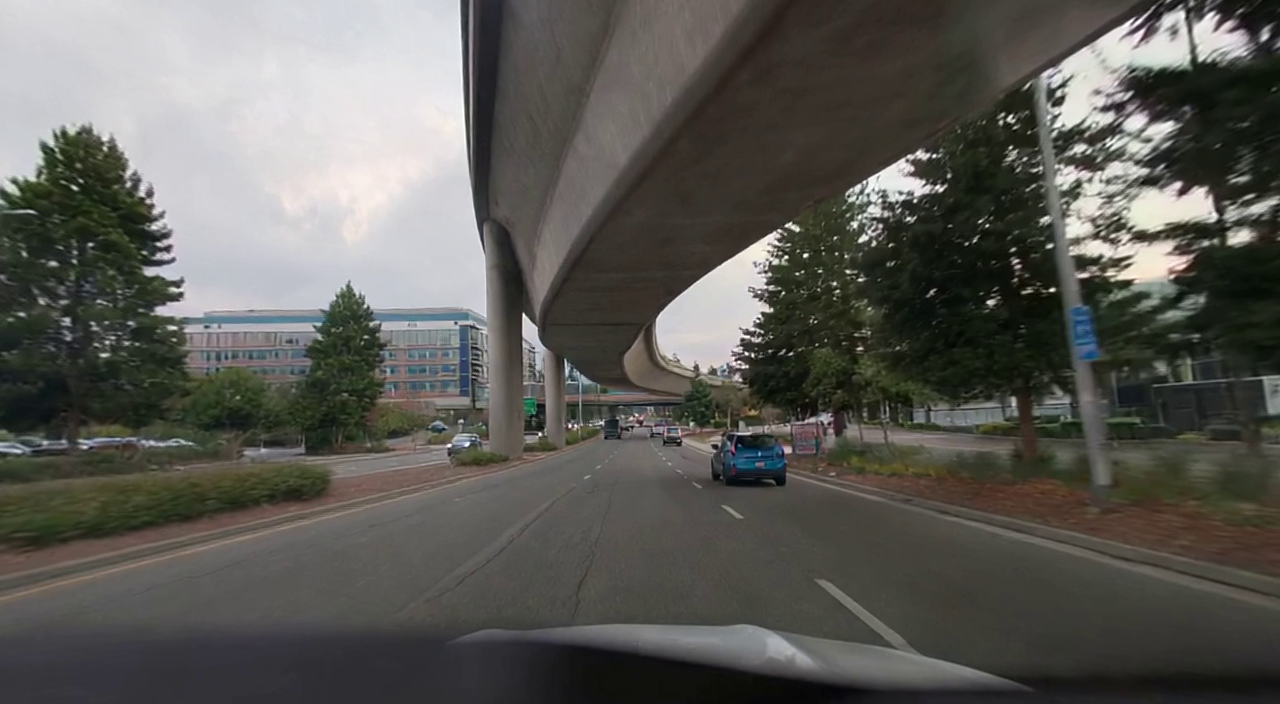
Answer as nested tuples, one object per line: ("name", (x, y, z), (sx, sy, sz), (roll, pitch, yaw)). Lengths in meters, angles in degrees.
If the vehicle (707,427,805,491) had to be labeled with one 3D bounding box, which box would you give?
("vehicle", (3.400, 3.249, 19.357), (2.110, 1.712, 4.489), (0, -9, 0))
